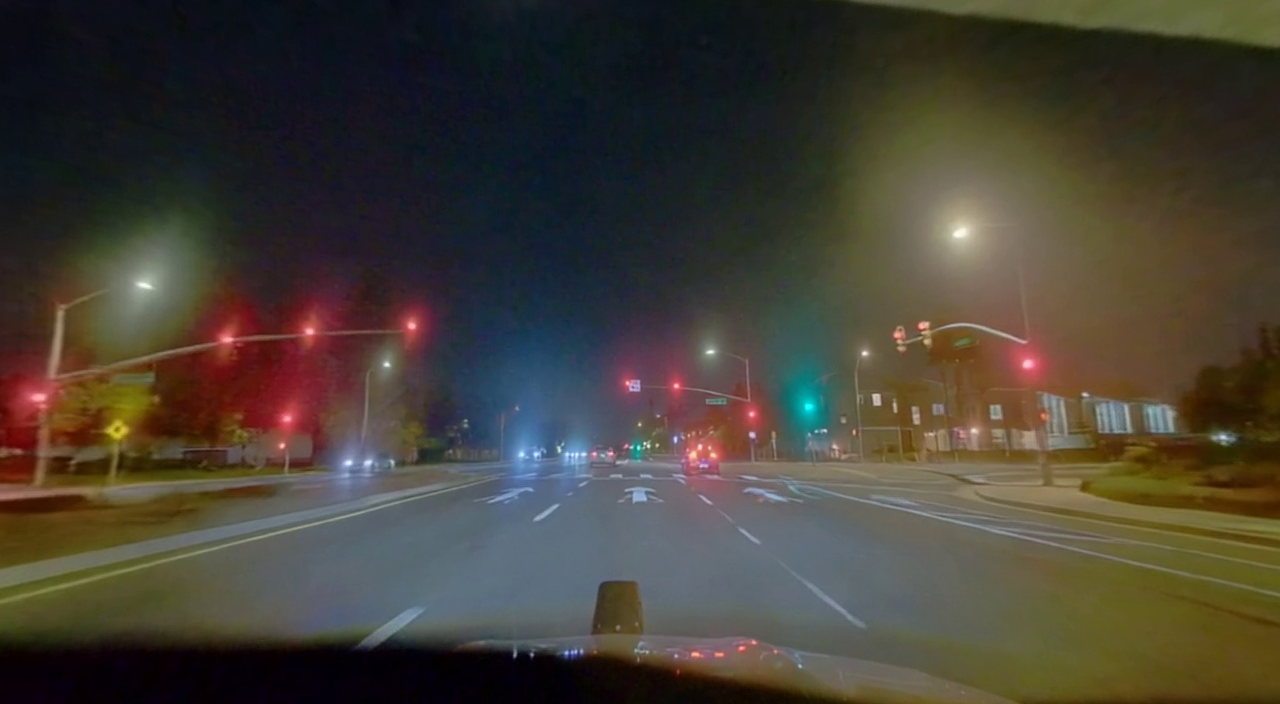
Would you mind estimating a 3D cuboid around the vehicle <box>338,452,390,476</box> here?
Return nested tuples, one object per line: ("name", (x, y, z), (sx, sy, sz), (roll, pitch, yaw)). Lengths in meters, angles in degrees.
("vehicle", (-21.167, 8.546, 48.629), (1.913, 1.700, 4.359), (0, -8, 1))

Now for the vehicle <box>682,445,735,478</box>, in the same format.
("vehicle", (3.297, 5.374, 31.393), (2.068, 1.497, 4.247), (0, -8, -1))
